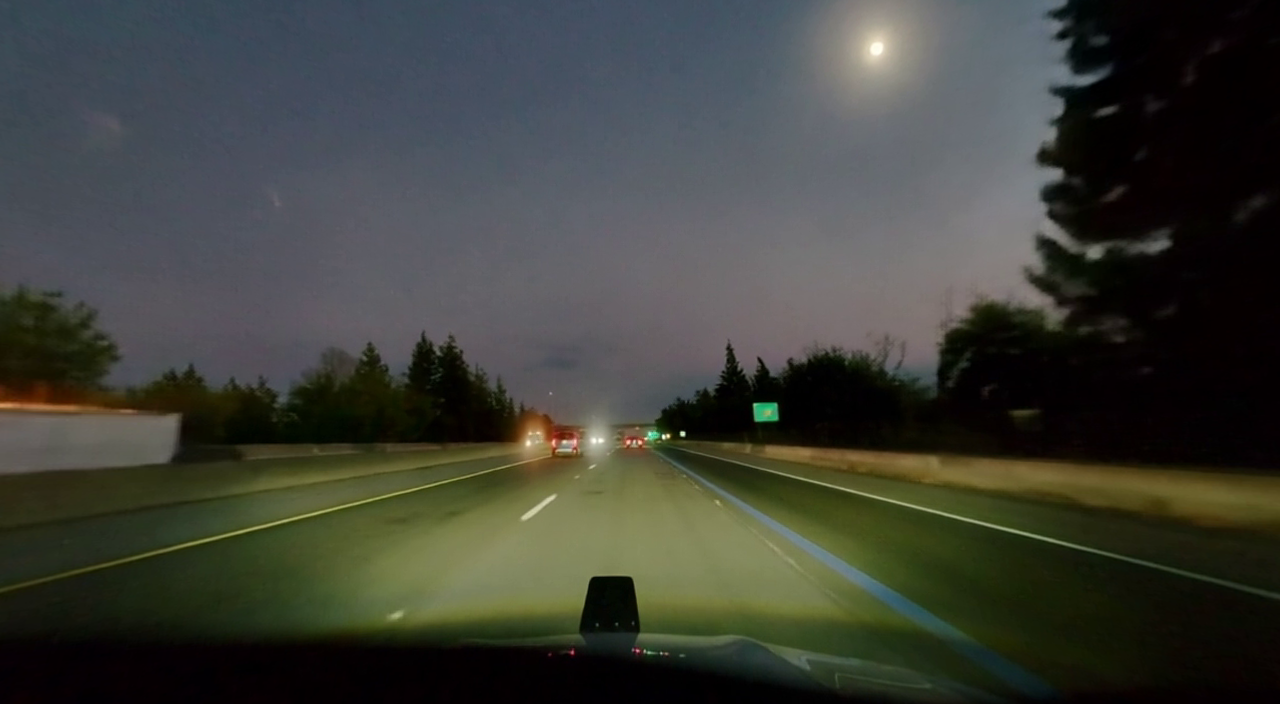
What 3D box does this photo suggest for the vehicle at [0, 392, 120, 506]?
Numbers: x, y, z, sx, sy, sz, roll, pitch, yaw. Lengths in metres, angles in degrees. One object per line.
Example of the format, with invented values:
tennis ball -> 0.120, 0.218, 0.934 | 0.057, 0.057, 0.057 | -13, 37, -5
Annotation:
vehicle -> -16.362, 2.319, 15.004 | 2.510, 2.668, 6.372 | 0, -8, -1

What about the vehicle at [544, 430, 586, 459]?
vehicle -> -4.441, 5.526, 37.838 | 2.003, 1.626, 4.256 | 0, -8, 0
